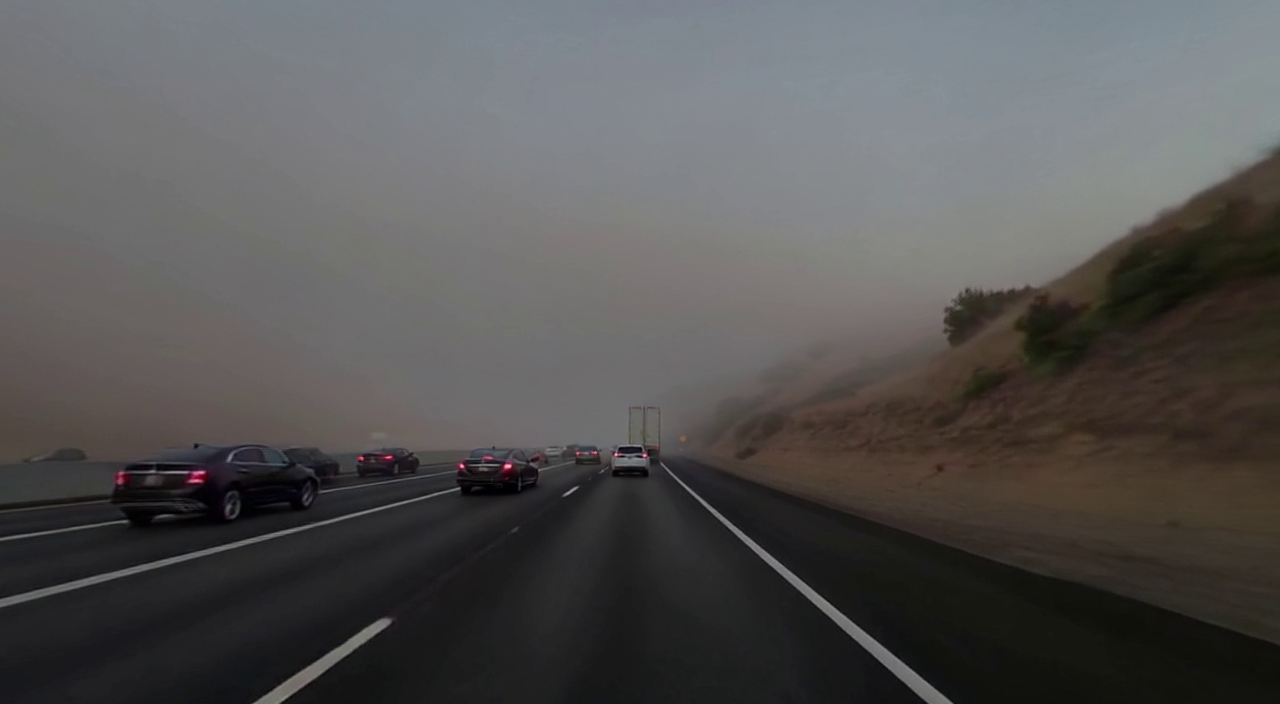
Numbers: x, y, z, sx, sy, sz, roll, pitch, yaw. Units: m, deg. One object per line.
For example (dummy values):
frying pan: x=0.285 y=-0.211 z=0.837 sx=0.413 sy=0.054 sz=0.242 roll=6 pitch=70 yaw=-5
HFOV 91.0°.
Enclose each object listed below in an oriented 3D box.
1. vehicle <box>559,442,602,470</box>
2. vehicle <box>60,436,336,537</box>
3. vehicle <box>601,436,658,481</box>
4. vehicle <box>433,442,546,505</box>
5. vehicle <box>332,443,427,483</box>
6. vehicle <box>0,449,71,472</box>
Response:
vehicle: x=-3.678 y=6.512 z=39.582 sx=2.155 sy=1.661 sz=4.477 roll=0 pitch=-9 yaw=1
vehicle: x=-7.779 y=2.373 z=11.752 sx=2.029 sy=1.507 sz=4.204 roll=0 pitch=-9 yaw=1
vehicle: x=-0.415 y=4.638 z=27.674 sx=2.281 sy=1.795 sz=4.297 roll=0 pitch=-9 yaw=0
vehicle: x=-3.949 y=3.263 z=17.409 sx=1.943 sy=1.468 sz=4.547 roll=0 pitch=-9 yaw=1
vehicle: x=-10.679 y=4.575 z=26.260 sx=1.950 sy=1.507 sz=4.527 roll=0 pitch=-9 yaw=1
vehicle: x=-42.525 y=7.530 z=43.848 sx=1.780 sy=1.514 sz=4.281 roll=0 pitch=-9 yaw=0
